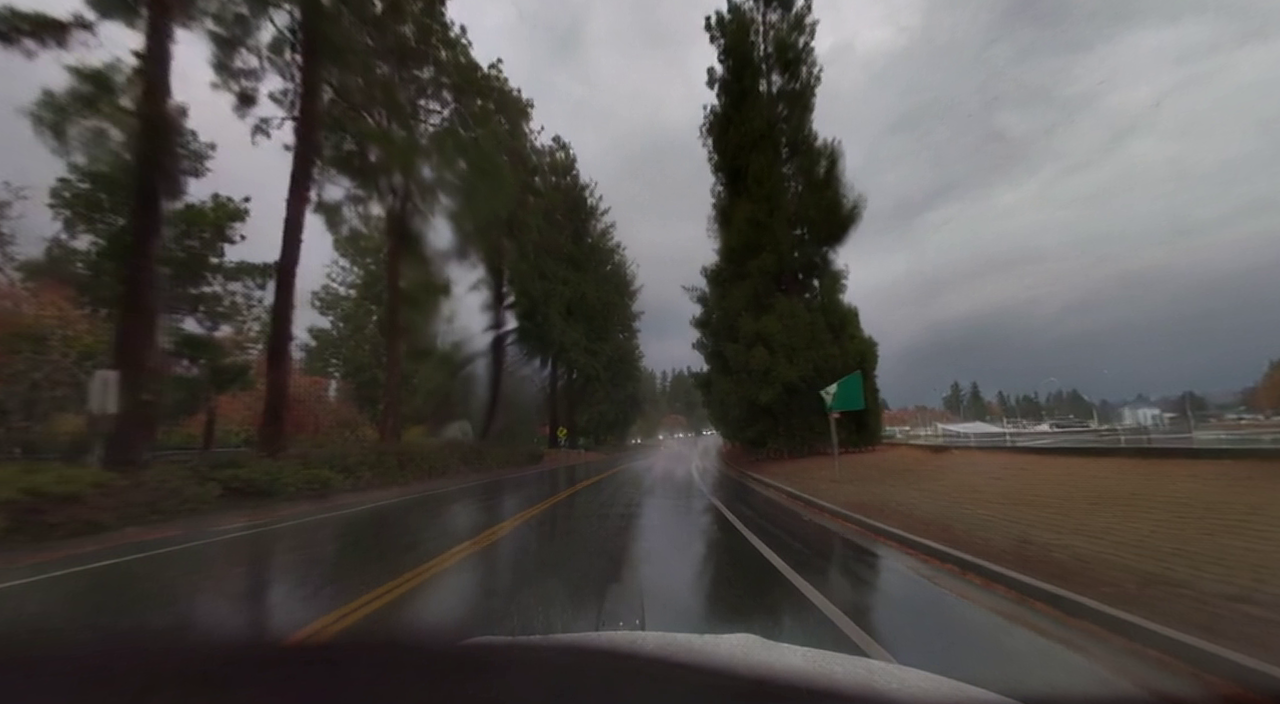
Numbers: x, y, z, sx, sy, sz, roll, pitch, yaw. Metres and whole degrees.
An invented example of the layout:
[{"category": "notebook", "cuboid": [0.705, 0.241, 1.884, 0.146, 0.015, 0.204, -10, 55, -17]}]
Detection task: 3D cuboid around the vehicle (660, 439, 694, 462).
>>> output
[{"category": "vehicle", "cuboid": [2.490, 6.519, 41.989, 2.071, 1.474, 4.047, -1, -8, 5]}]
